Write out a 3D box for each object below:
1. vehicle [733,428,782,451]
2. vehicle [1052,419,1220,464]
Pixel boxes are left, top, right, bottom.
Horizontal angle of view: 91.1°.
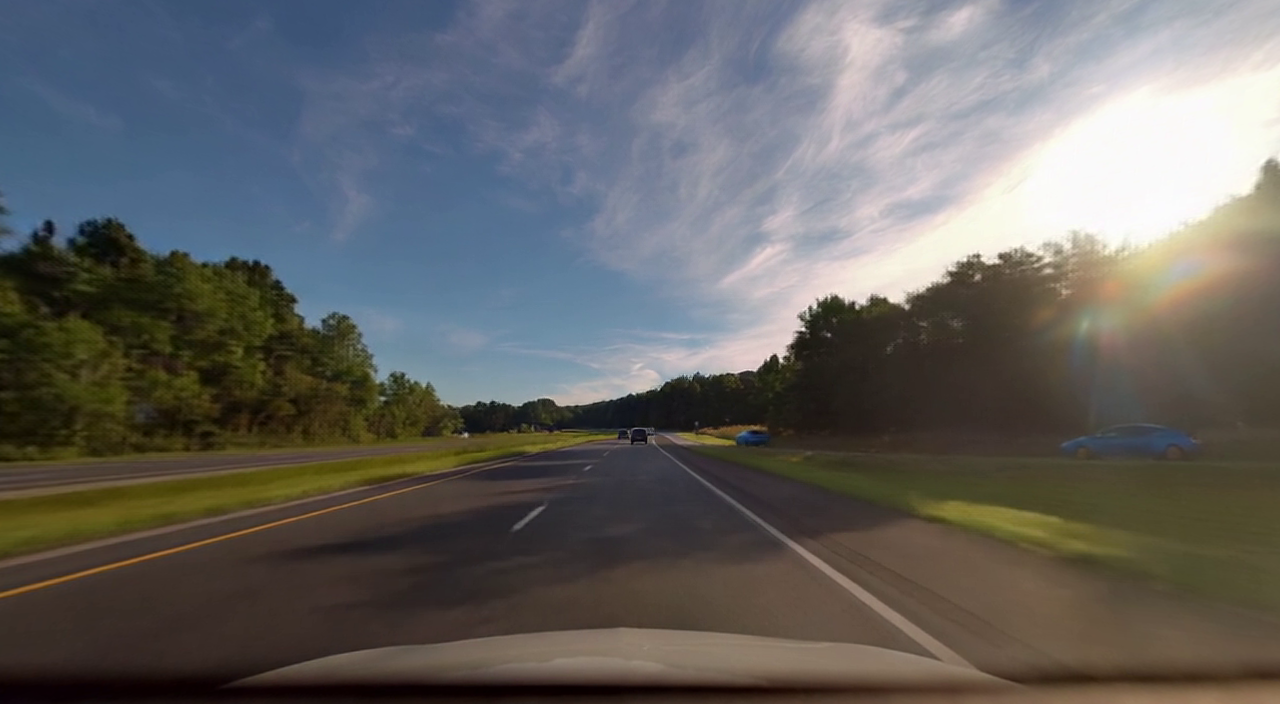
[{"bbox_3d":[8.210,6.135,44.200,1.765,1.510,3.762,3,-8,-17],"label":"vehicle"},{"bbox_3d":[18.345,3.326,23.473,1.992,1.486,4.406,5,-9,-31],"label":"vehicle"}]
